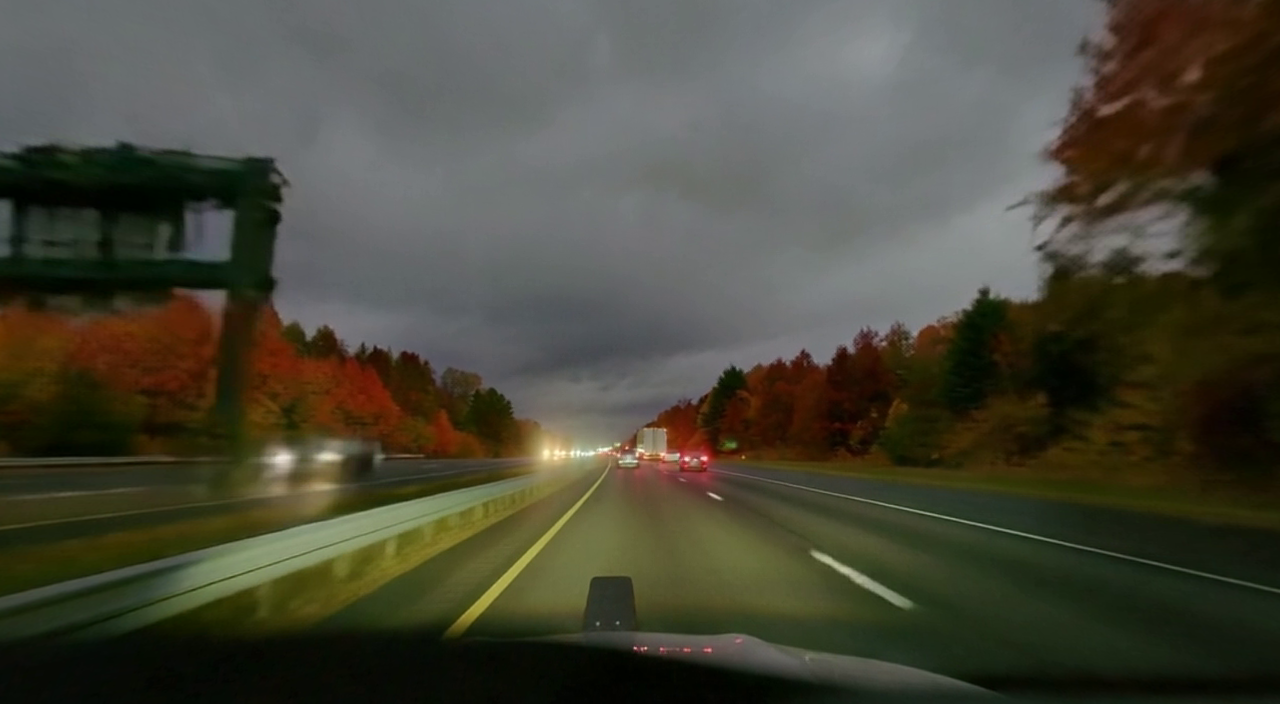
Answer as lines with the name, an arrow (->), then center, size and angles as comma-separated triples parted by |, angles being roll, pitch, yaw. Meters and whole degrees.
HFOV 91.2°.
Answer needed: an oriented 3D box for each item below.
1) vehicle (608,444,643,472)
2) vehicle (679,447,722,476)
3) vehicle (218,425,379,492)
vehicle -> -0.991, 7.018, 41.599 | 2.151, 1.693, 4.201 | 0, -9, -2
vehicle -> 3.344, 6.143, 35.324 | 1.968, 1.513, 3.911 | 0, -9, -2
vehicle -> -8.810, 2.811, 16.706 | 1.898, 1.521, 4.308 | 0, -9, -1
